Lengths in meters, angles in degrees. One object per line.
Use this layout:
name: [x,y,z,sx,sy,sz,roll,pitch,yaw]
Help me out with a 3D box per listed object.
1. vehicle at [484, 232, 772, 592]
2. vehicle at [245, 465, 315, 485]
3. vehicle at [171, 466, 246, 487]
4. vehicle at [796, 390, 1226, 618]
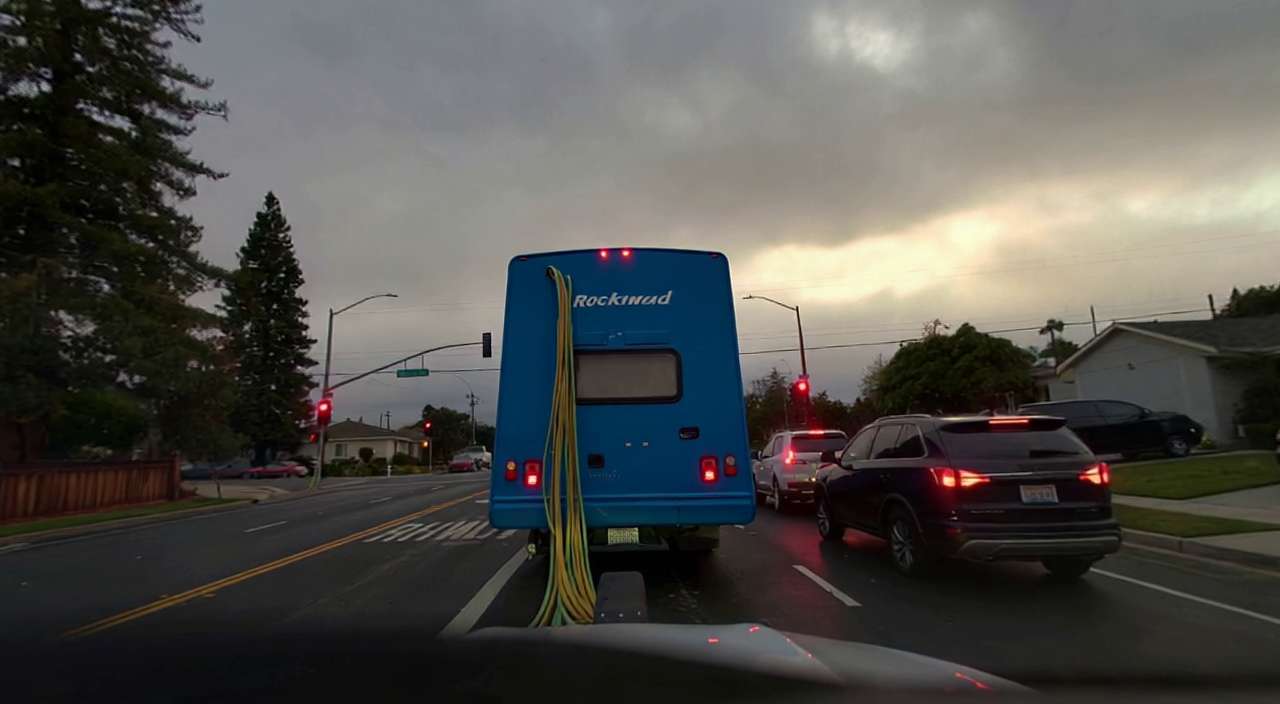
vehicle: [-0.110,1.123,10.268,2.709,3.511,8.213,0,-9,0]
vehicle: [-27.405,9.365,48.139,4.187,1.445,1.809,0,-9,0]
vehicle: [-32.701,9.410,47.952,4.311,1.458,1.707,0,-9,-3]
vehicle: [3.406,1.493,7.125,2.104,1.735,4.408,0,-9,0]
